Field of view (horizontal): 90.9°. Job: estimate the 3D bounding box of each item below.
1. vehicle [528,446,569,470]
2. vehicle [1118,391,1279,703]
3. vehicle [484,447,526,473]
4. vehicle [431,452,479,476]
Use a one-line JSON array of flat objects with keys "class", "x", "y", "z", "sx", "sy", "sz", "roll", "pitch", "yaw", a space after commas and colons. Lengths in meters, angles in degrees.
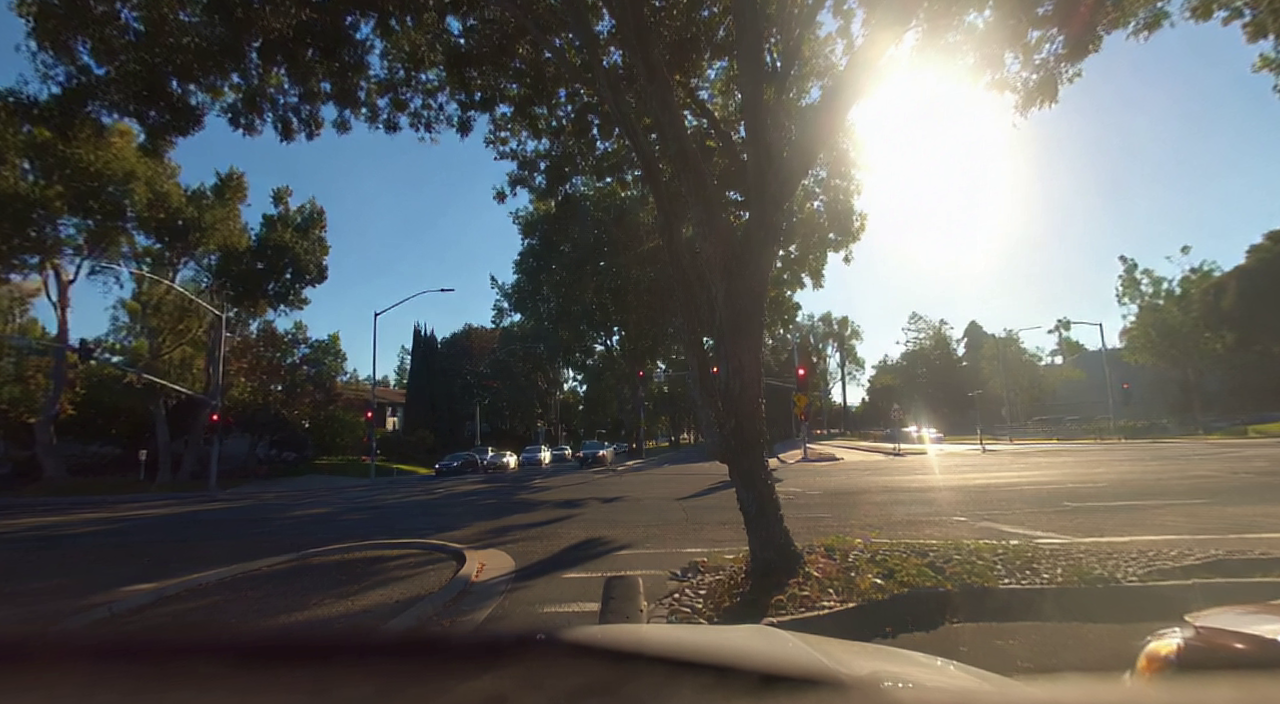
[{"class": "vehicle", "x": -6.552, "y": 7.603, "z": 45.491, "sx": 2.126, "sy": 1.657, "sz": 4.307, "roll": -1, "pitch": -9, "yaw": 3}, {"class": "vehicle", "x": 3.060, "y": 0.616, "z": 0.416, "sx": 1.978, "sy": 1.468, "sz": 4.544, "roll": 0, "pitch": -9, "yaw": 1}, {"class": "vehicle", "x": -9.777, "y": 7.842, "z": 45.963, "sx": 2.064, "sy": 1.725, "sz": 4.243, "roll": 0, "pitch": -9, "yaw": 1}, {"class": "vehicle", "x": -13.405, "y": 8.120, "z": 45.984, "sx": 2.101, "sy": 1.637, "sz": 4.304, "roll": 0, "pitch": -9, "yaw": 2}]
